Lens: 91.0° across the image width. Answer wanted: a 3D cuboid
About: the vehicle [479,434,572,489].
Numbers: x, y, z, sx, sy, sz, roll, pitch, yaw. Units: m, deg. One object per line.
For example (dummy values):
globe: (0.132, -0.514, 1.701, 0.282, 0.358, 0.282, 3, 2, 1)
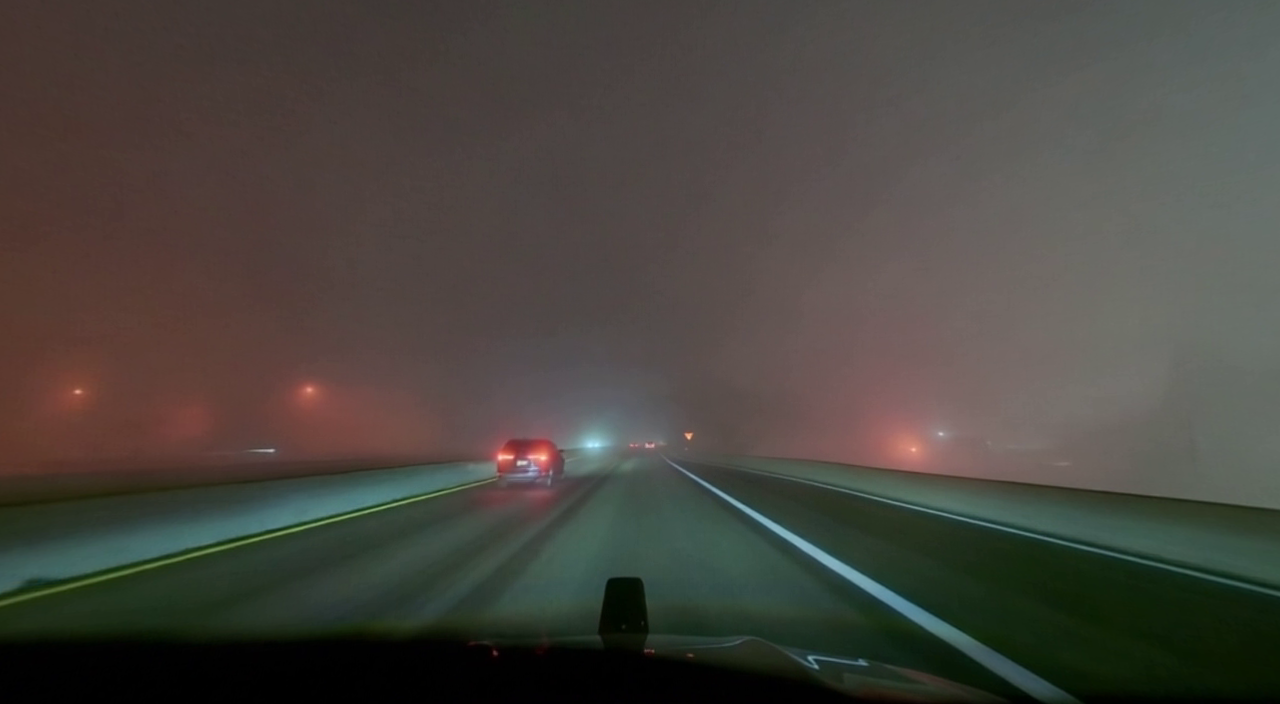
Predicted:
vehicle: (-3.483, 3.395, 19.932, 2.051, 1.531, 4.250, 0, -8, 1)
